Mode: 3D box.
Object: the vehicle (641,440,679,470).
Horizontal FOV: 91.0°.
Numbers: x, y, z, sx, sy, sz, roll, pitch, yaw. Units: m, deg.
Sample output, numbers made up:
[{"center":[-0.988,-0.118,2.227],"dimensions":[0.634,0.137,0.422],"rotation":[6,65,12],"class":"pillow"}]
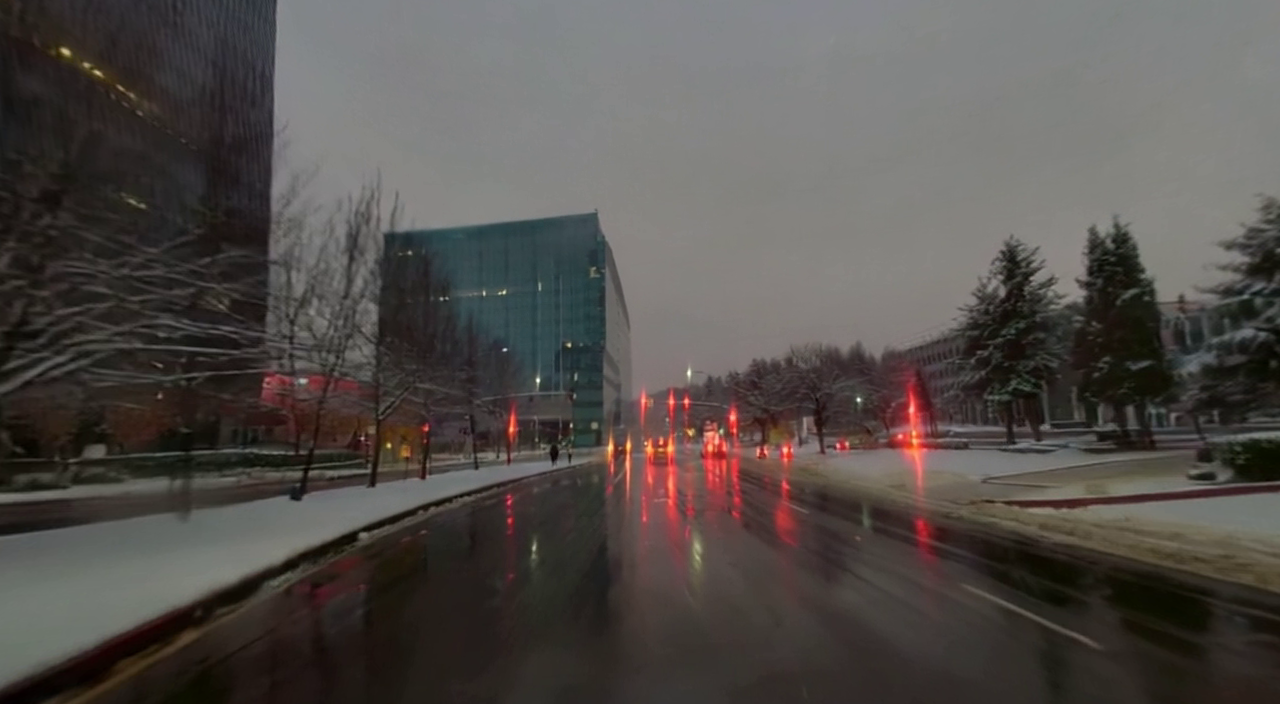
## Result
[{"center":[1.194,6.092,37.579],"dimensions":[2.092,1.660,4.319],"rotation":[0,-8,2],"class":"vehicle"}]
